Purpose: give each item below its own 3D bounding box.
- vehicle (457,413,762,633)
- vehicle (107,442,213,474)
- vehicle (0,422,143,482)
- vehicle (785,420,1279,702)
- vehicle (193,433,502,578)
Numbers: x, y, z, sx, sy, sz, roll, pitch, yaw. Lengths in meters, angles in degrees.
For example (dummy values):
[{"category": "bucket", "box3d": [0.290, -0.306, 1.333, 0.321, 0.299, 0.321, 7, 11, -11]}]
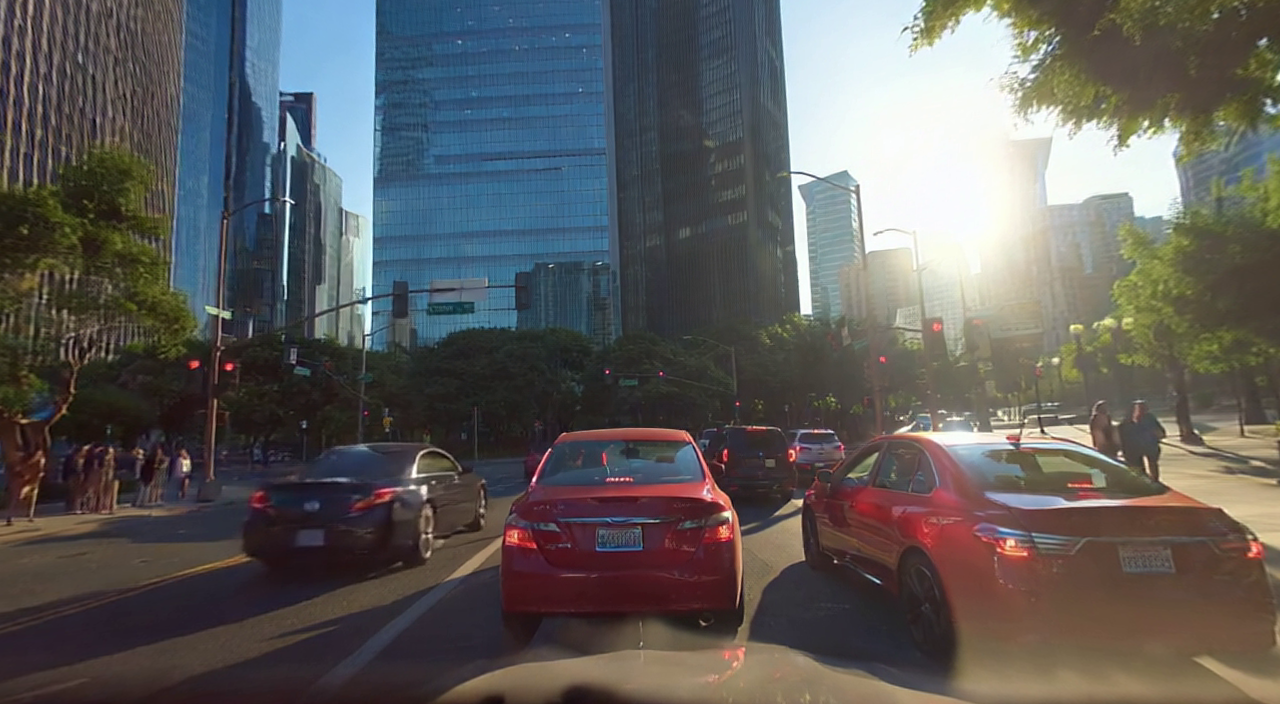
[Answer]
[{"category": "vehicle", "box3d": [-0.274, 1.465, 6.389, 2.072, 1.476, 4.078, 0, -8, -2]}, {"category": "vehicle", "box3d": [-33.748, 7.445, 44.284, 5.598, 2.130, 2.121, 0, -8, -2]}, {"category": "vehicle", "box3d": [-30.101, 5.115, 32.314, 6.756, 2.955, 2.367, 0, -8, -1]}, {"category": "vehicle", "box3d": [2.749, 1.406, 5.444, 1.952, 1.464, 4.165, 0, -8, -1]}, {"category": "vehicle", "box3d": [-3.441, 1.867, 8.597, 1.957, 1.427, 4.531, 0, -8, 1]}]
